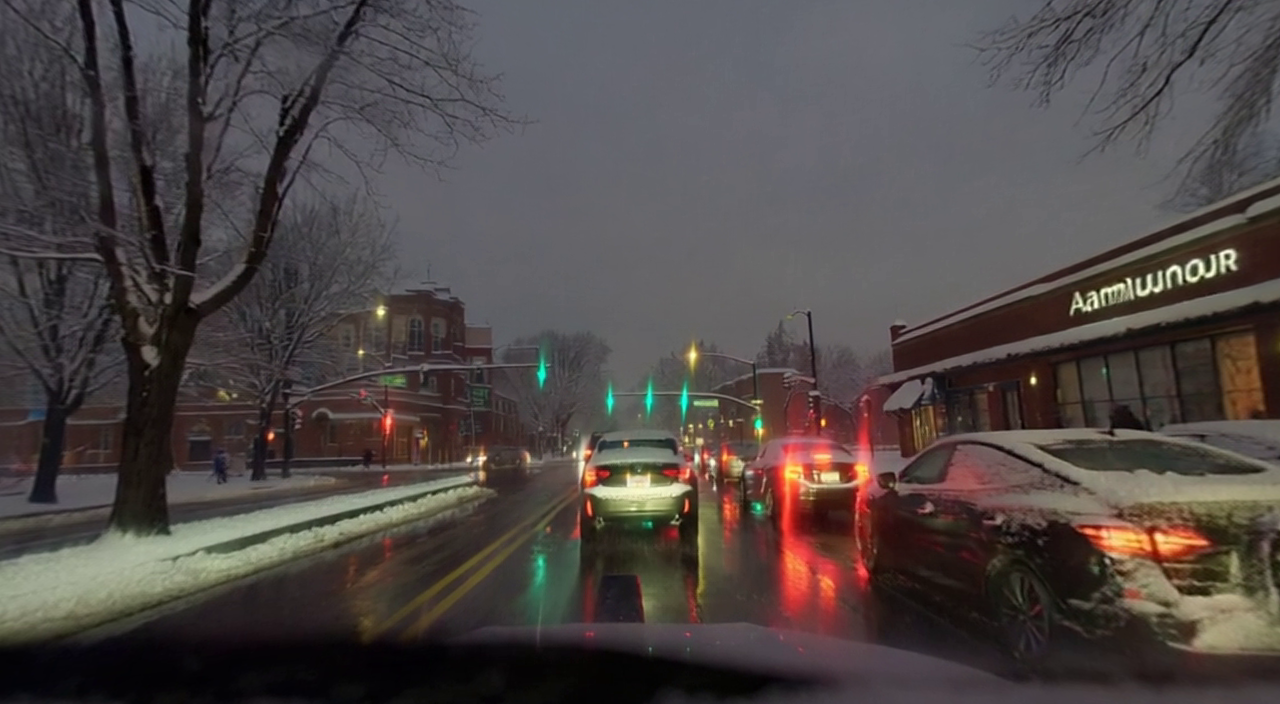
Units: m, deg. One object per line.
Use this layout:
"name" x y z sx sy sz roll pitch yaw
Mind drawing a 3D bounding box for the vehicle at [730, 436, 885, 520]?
"vehicle" 3.340 2.606 13.643 1.996 1.469 4.495 0 -9 -1

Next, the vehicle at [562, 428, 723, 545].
"vehicle" 0.009 2.081 10.410 2.118 1.512 4.013 0 -9 -1

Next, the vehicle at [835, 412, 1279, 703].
"vehicle" 3.239 1.325 4.963 1.912 1.454 4.537 0 -9 -1
